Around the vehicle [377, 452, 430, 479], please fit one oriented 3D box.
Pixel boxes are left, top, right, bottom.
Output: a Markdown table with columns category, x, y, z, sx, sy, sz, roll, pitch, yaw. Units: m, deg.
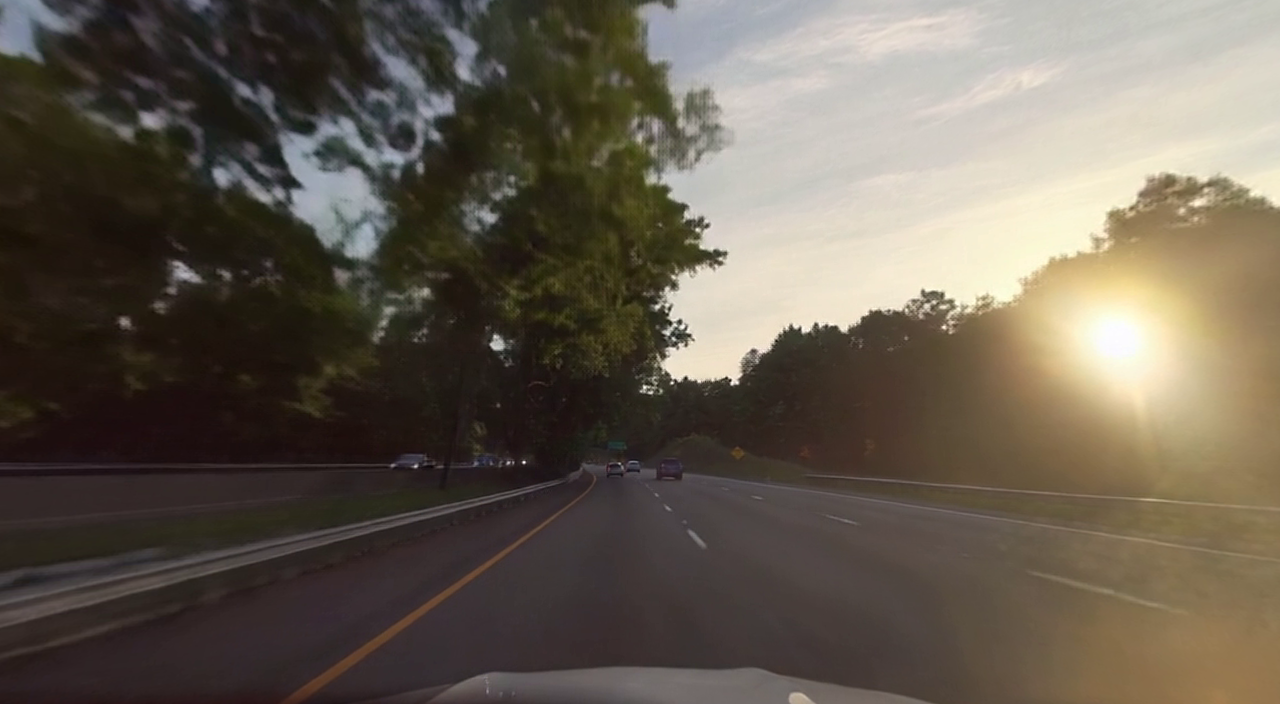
| category | x | y | z | sx | sy | sz | roll | pitch | yaw |
| --- | --- | --- | --- | --- | --- | --- | --- | --- | --- |
| vehicle | -15.049 | 7.270 | 40.296 | 1.986 | 1.548 | 3.812 | 1 | -11 | -2 |
